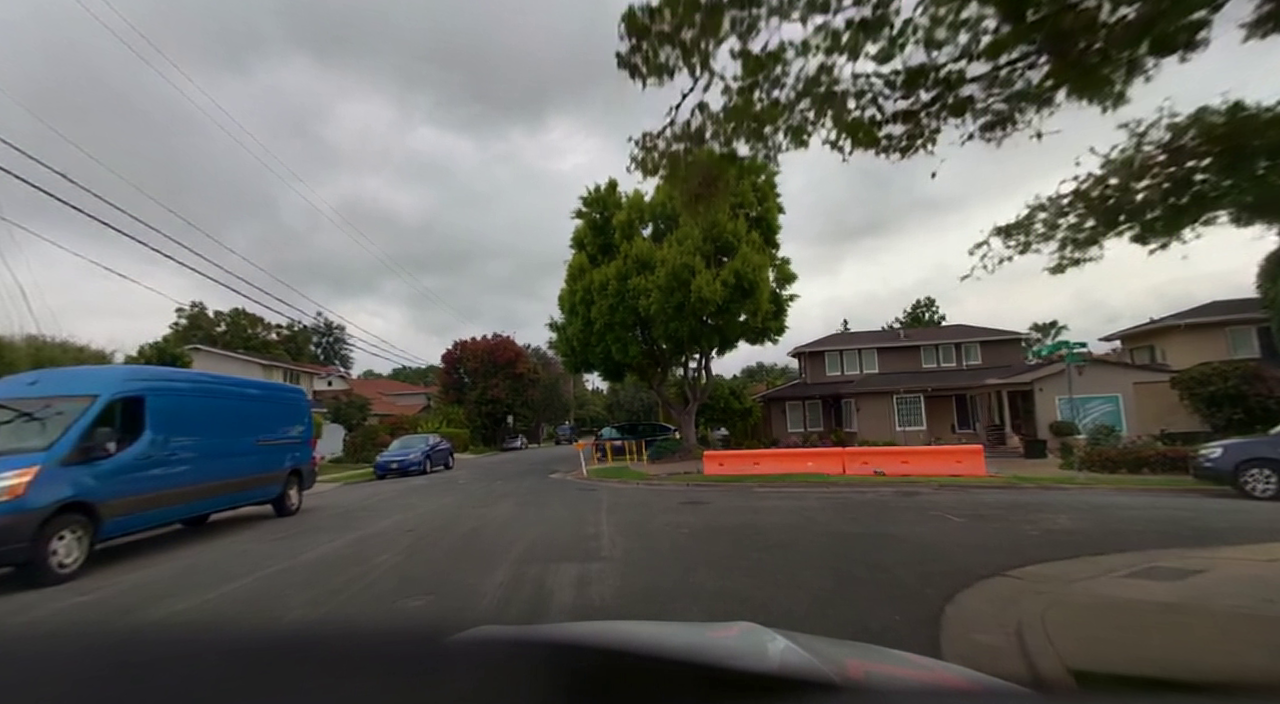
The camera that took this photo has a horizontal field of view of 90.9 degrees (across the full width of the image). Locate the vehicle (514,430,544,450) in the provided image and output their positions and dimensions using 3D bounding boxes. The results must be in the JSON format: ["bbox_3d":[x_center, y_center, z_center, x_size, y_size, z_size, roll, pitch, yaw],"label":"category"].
[{"bbox_3d":[-8.672,6.884,49.500,1.765,1.493,4.130,0,-8,-2],"label":"vehicle"}]

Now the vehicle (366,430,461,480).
[{"bbox_3d":[-7.634,3.493,21.709,1.899,1.524,4.082,0,-8,-2],"label":"vehicle"}]

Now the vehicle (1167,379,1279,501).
[{"bbox_3d":[11.887,1.427,10.243,4.624,1.924,2.005,-4,-9,28],"label":"vehicle"}]

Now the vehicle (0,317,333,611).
[{"bbox_3d":[-6.868,1.346,8.671,2.284,2.500,7.006,-2,-6,-4],"label":"vehicle"}]

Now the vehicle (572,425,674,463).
[{"bbox_3d":[-0.632,3.759,25.917,1.827,1.436,4.070,-8,-11,44],"label":"vehicle"}]

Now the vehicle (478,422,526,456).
[{"bbox_3d":[-8.412,5.322,38.782,2.042,1.937,4.960,0,-8,-2],"label":"vehicle"}]
